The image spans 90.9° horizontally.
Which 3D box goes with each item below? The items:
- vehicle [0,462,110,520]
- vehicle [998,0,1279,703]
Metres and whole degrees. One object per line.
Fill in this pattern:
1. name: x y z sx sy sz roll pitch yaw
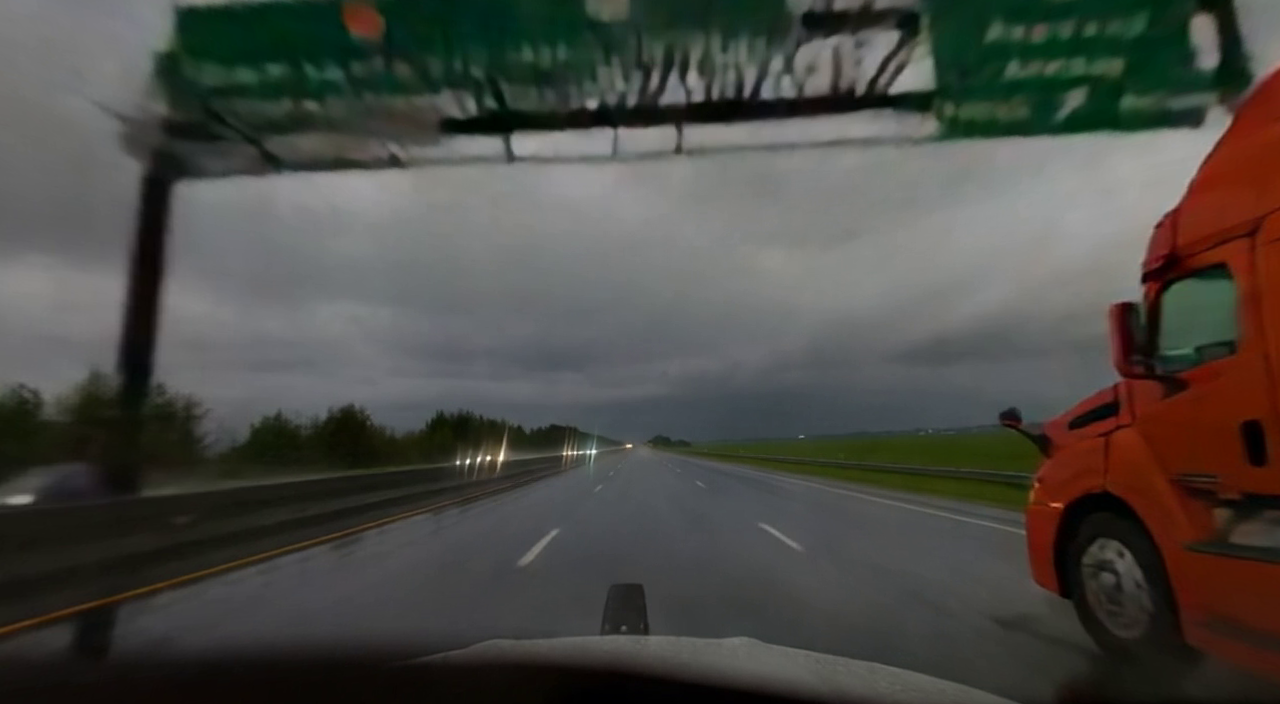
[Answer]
1. vehicle: -18.200 3.929 18.018 1.945 1.482 4.735 0 -9 0
2. vehicle: 3.997 -0.287 1.138 3.051 3.968 5.943 0 -9 0
